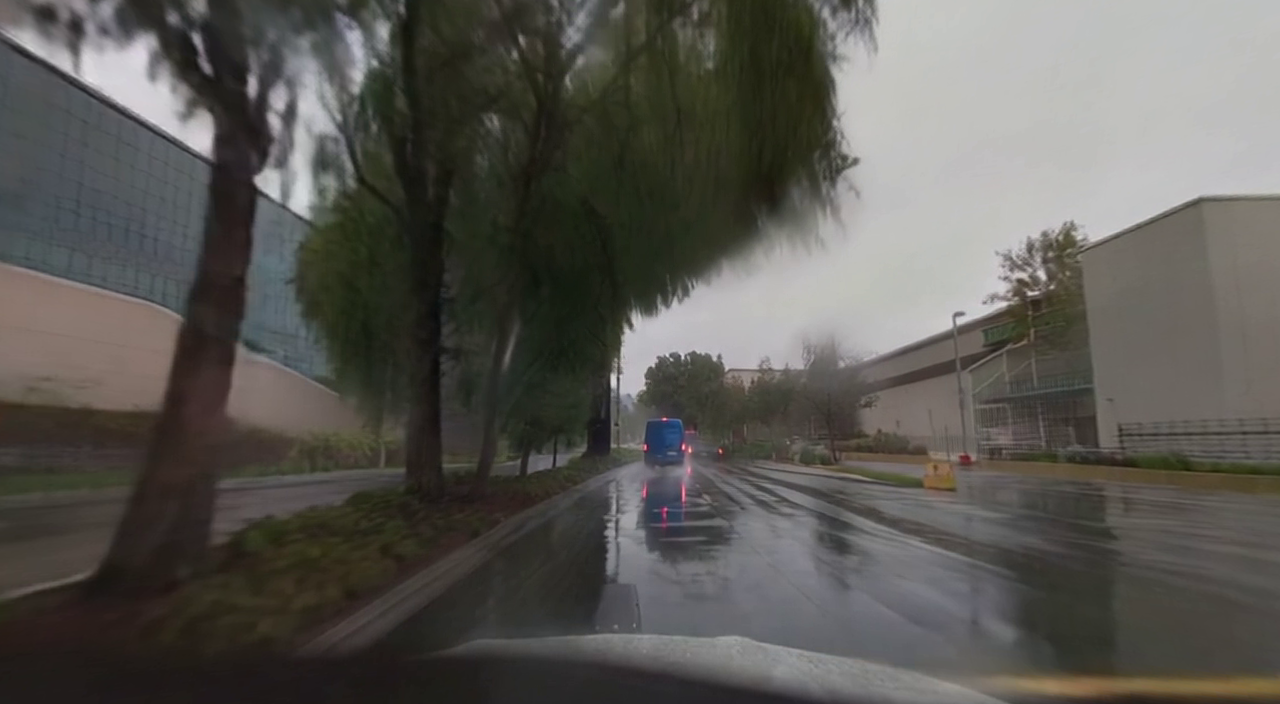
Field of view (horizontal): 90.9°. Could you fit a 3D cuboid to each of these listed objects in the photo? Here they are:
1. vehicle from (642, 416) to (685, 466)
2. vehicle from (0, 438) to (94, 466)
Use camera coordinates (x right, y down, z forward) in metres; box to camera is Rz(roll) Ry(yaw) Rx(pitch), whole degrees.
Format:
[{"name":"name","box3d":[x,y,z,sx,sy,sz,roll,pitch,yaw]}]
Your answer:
[{"name":"vehicle","box3d":[1.507,5.424,38.412,2.435,2.816,5.232,0,-8,3]},{"name":"vehicle","box3d":[-42.194,6.984,44.383,1.906,1.850,5.120,-5,-9,32]}]
